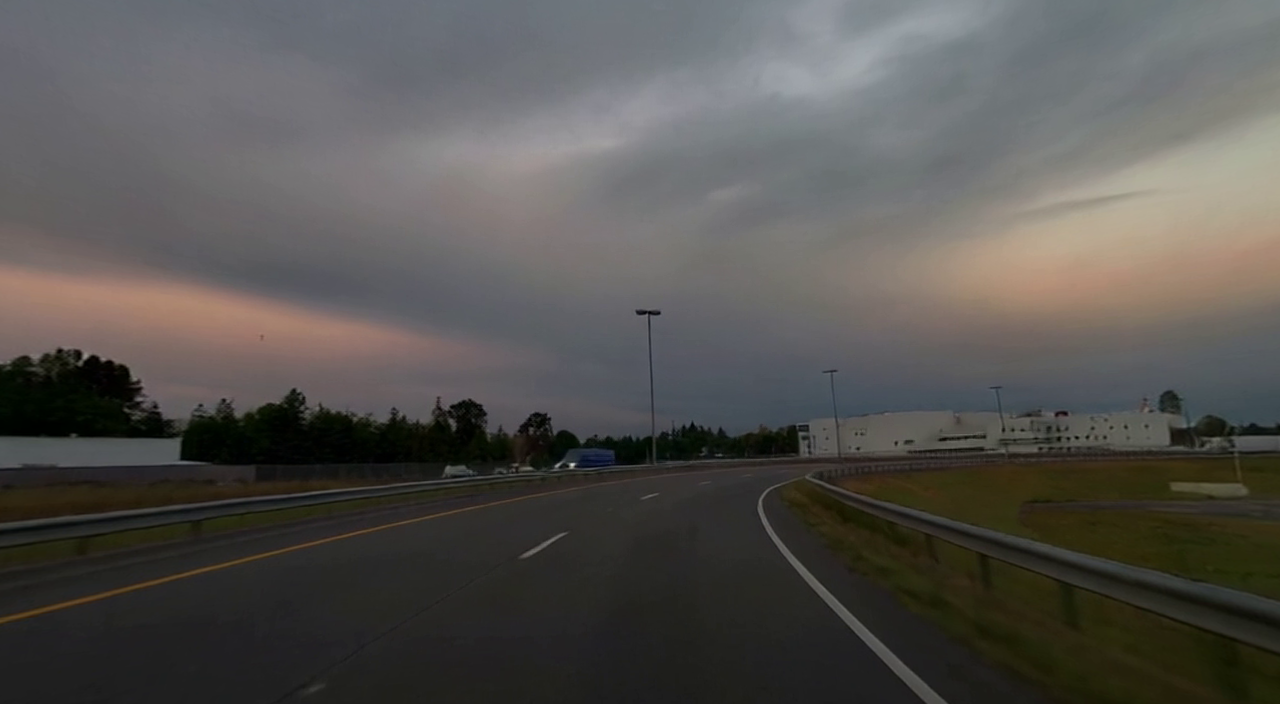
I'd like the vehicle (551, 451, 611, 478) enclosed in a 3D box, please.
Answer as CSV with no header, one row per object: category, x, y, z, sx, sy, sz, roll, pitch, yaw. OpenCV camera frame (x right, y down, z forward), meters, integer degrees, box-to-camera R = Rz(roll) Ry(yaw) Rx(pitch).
vehicle,-3.931,7.579,42.626,2.009,1.707,4.571,-4,-10,26
